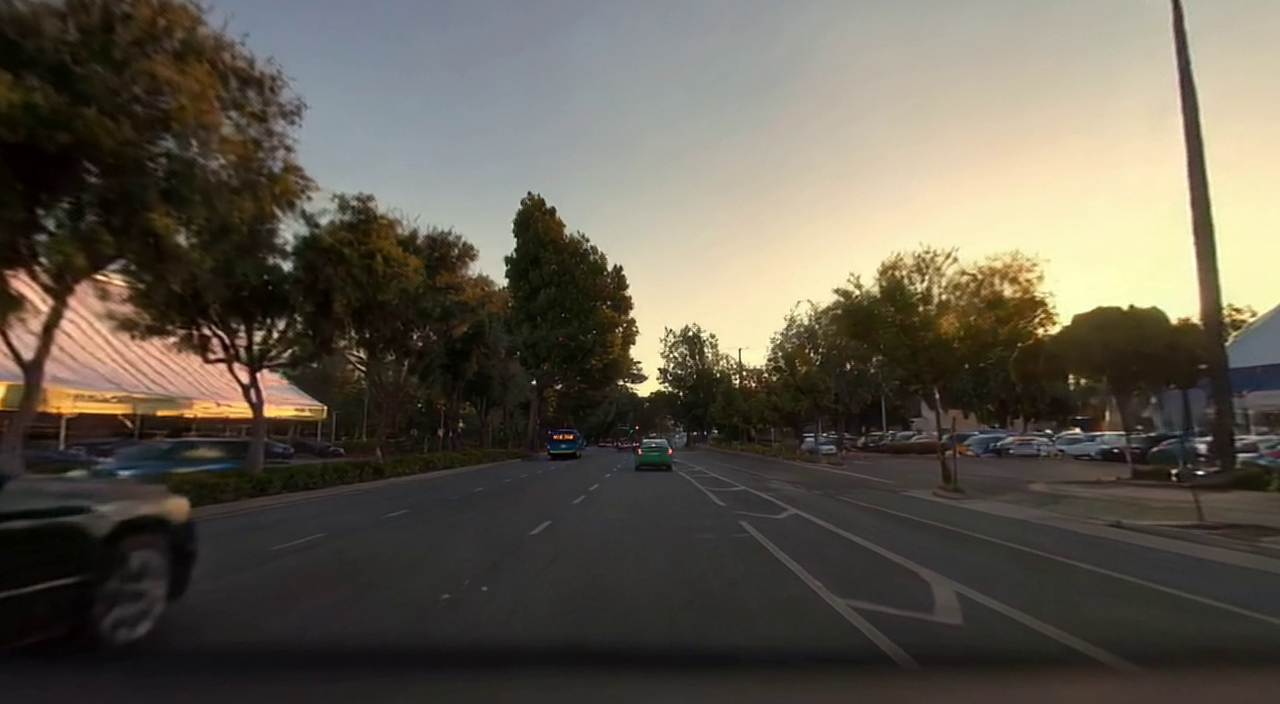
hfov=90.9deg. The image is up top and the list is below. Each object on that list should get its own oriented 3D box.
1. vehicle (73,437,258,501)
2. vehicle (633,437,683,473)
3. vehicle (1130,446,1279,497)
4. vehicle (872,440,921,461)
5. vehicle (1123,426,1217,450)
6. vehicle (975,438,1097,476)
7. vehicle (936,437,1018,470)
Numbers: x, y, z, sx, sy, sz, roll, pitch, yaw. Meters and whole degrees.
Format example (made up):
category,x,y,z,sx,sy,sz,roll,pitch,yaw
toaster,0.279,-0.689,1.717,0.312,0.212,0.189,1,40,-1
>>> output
category,x,y,z,sx,sy,sz,roll,pitch,yaw
vehicle,-14.363,3.538,19.531,2.126,1.742,4.517,0,-9,1
vehicle,0.764,4.702,28.988,2.123,1.498,4.226,0,-9,0
vehicle,18.826,3.811,20.618,1.849,1.466,4.831,-1,-9,3
vehicle,19.403,7.470,47.910,1.826,1.532,4.290,0,-9,-1
vehicle,33.404,5.467,39.842,4.215,1.462,1.883,0,-9,-1
vehicle,19.198,5.126,31.042,2.229,1.661,5.991,0,-9,1
vehicle,19.231,5.795,36.315,1.965,1.749,4.838,0,-9,-1
